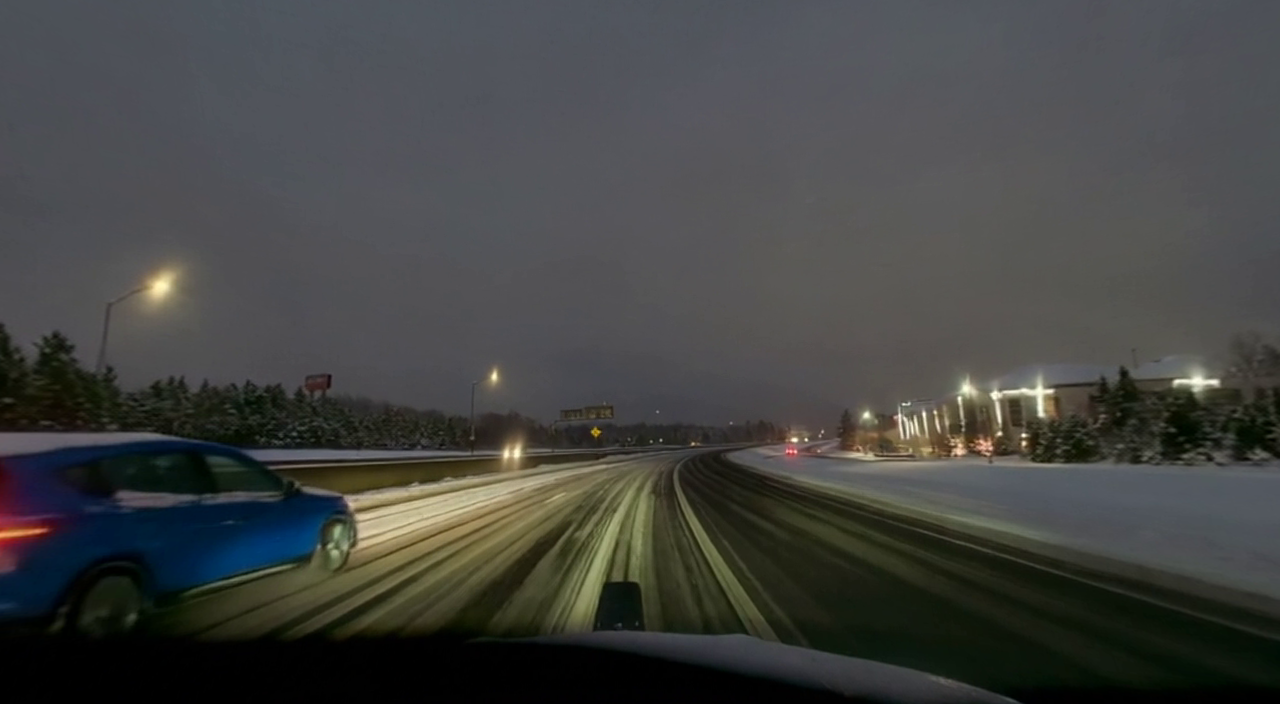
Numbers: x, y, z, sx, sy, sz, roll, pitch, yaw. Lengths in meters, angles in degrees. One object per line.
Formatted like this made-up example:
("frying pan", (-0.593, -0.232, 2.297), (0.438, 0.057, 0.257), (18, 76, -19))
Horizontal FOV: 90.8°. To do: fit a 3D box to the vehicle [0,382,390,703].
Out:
("vehicle", (-3.884, 1.203, 4.641), (2.087, 1.566, 4.756), (0, -9, 1))
